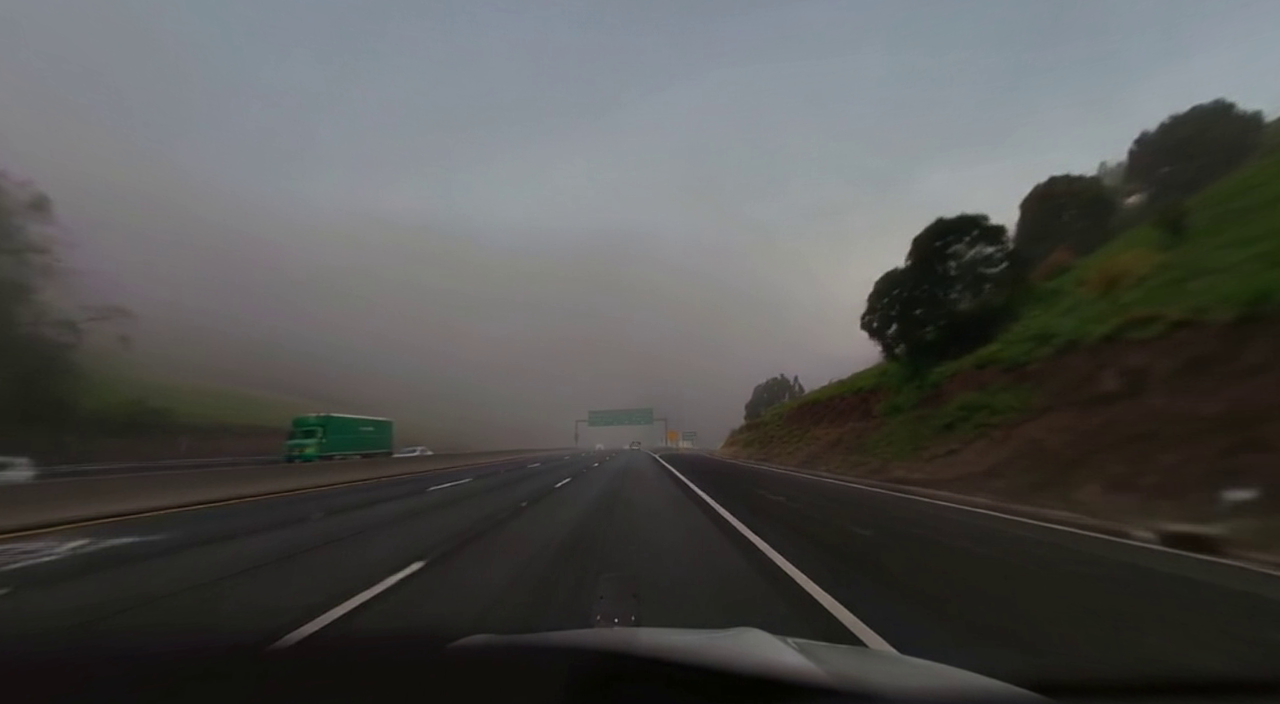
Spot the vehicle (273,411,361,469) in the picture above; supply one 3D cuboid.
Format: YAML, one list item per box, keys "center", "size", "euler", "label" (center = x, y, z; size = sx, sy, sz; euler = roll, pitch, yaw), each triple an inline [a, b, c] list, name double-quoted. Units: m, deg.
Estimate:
- center: [-24.162, 6.610, 47.459]
  size: [3.426, 4.013, 5.999]
  euler: [0, -8, -1]
  label: "vehicle"
